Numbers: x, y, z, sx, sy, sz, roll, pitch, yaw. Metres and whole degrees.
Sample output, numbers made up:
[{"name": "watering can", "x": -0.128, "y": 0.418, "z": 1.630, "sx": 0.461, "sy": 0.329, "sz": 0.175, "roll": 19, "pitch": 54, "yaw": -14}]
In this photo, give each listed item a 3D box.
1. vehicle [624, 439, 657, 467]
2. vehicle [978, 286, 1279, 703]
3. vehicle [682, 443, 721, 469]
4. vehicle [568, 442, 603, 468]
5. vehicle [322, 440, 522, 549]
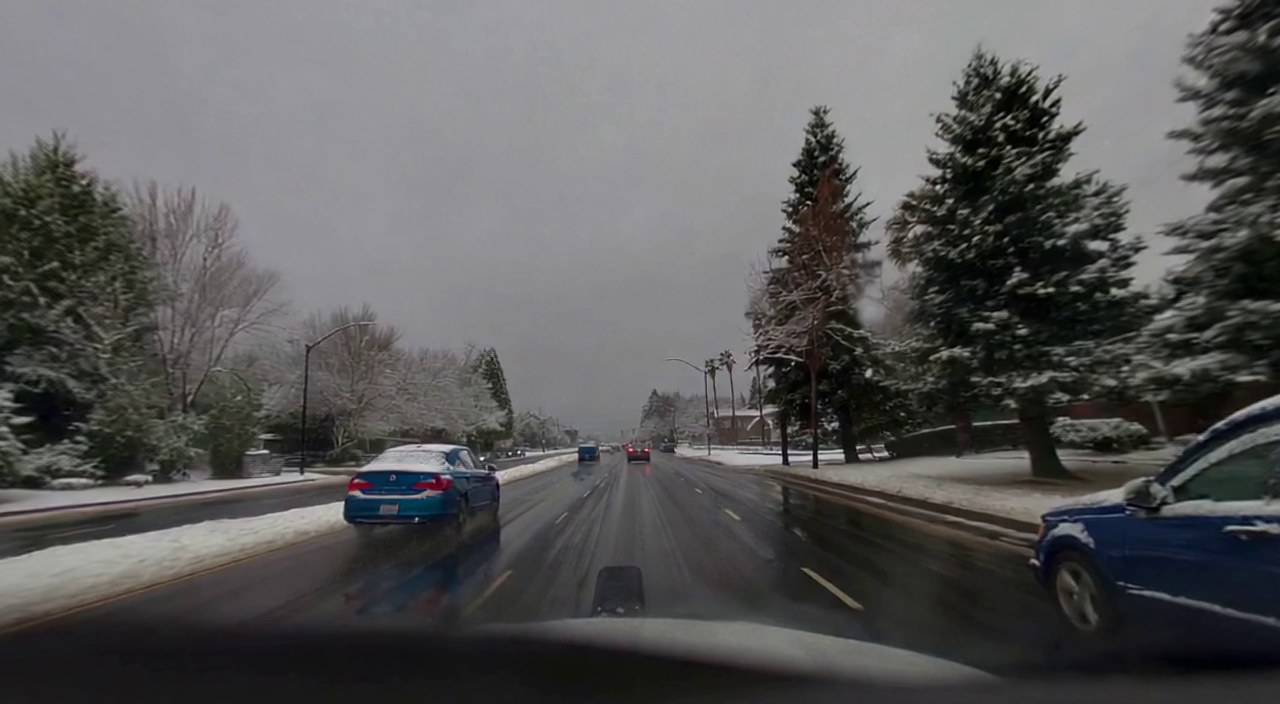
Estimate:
[{"name": "vehicle", "x": -0.044, "y": 6.630, "z": 41.696, "sx": 2.043, "sy": 1.734, "sz": 4.253, "roll": 0, "pitch": -8, "yaw": -2}, {"name": "vehicle", "x": 3.653, "y": 0.733, "z": 2.725, "sx": 2.125, "sy": 1.937, "sz": 3.924, "roll": 0, "pitch": -8, "yaw": -1}, {"name": "vehicle", "x": 3.699, "y": 6.278, "z": 38.411, "sx": 1.830, "sy": 1.451, "sz": 4.009, "roll": 0, "pitch": -8, "yaw": -2}, {"name": "vehicle", "x": -3.481, "y": 6.680, "z": 41.265, "sx": 2.000, "sy": 1.569, "sz": 3.794, "roll": 0, "pitch": -8, "yaw": -1}, {"name": "vehicle", "x": -3.389, "y": 2.270, "z": 10.889, "sx": 1.844, "sy": 1.451, "sz": 4.543, "roll": 0, "pitch": -8, "yaw": 0}]
